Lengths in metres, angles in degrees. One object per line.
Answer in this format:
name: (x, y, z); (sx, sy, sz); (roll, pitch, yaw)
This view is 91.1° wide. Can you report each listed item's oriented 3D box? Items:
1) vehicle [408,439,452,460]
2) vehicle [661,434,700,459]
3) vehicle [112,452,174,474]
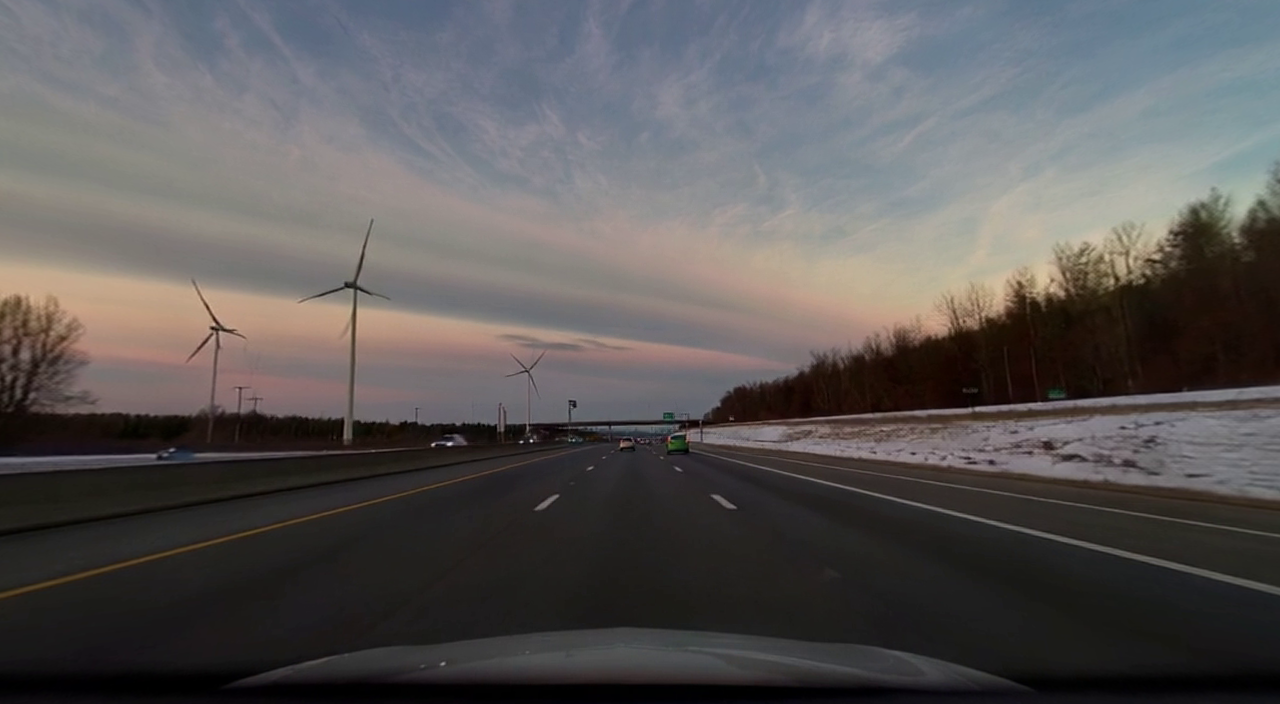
vehicle: (-16.466, 7.644, 49.615); (1.904, 1.539, 4.683); (0, -8, -1)
vehicle: (2.531, 6.058, 40.443); (2.041, 1.551, 3.974); (1, -8, -3)
vehicle: (-38.978, 8.684, 49.417); (1.809, 1.498, 4.358); (1, -8, -9)
